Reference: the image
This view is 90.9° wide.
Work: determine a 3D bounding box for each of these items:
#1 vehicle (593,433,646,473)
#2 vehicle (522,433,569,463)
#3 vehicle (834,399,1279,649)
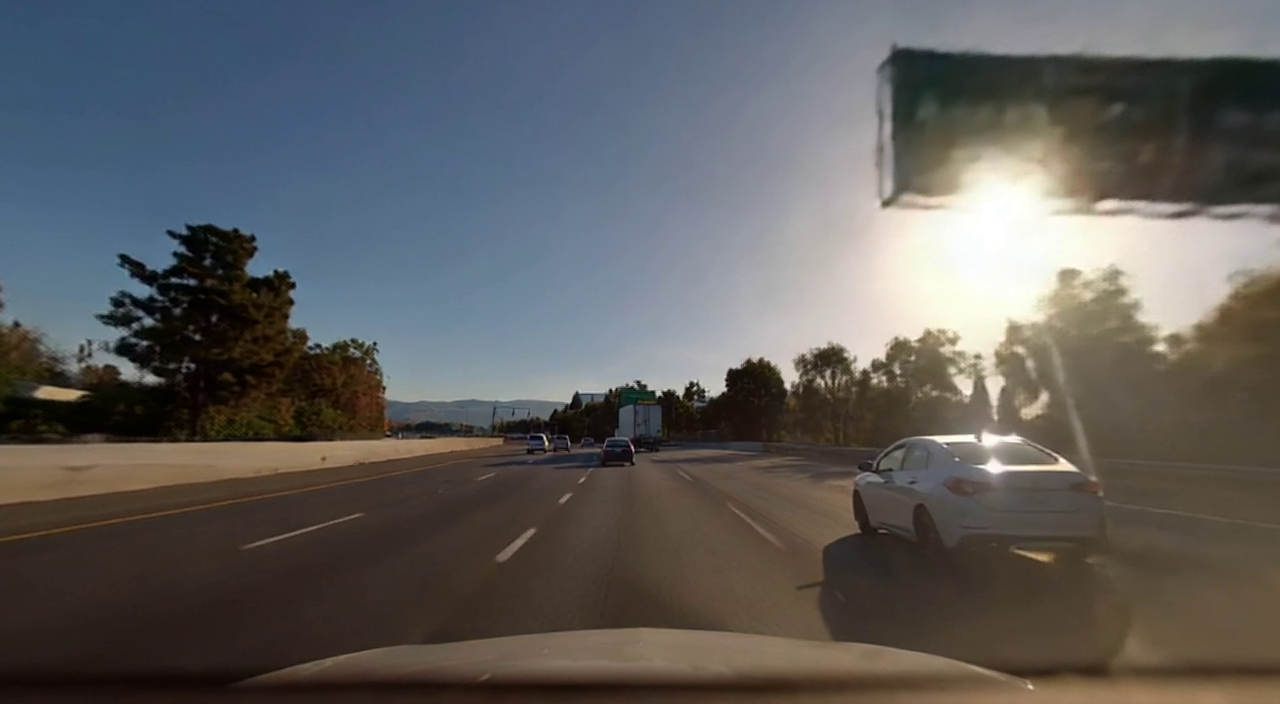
[{"bbox_3d":[-0.837,4.135,26.020,2.020,1.516,3.951,0,-9,-2],"label":"vehicle"},{"bbox_3d":[-5.107,5.271,34.675,2.072,1.512,4.043,0,-9,-2],"label":"vehicle"},{"bbox_3d":[3.517,1.347,5.972,1.971,1.472,4.301,0,-9,0],"label":"vehicle"}]
